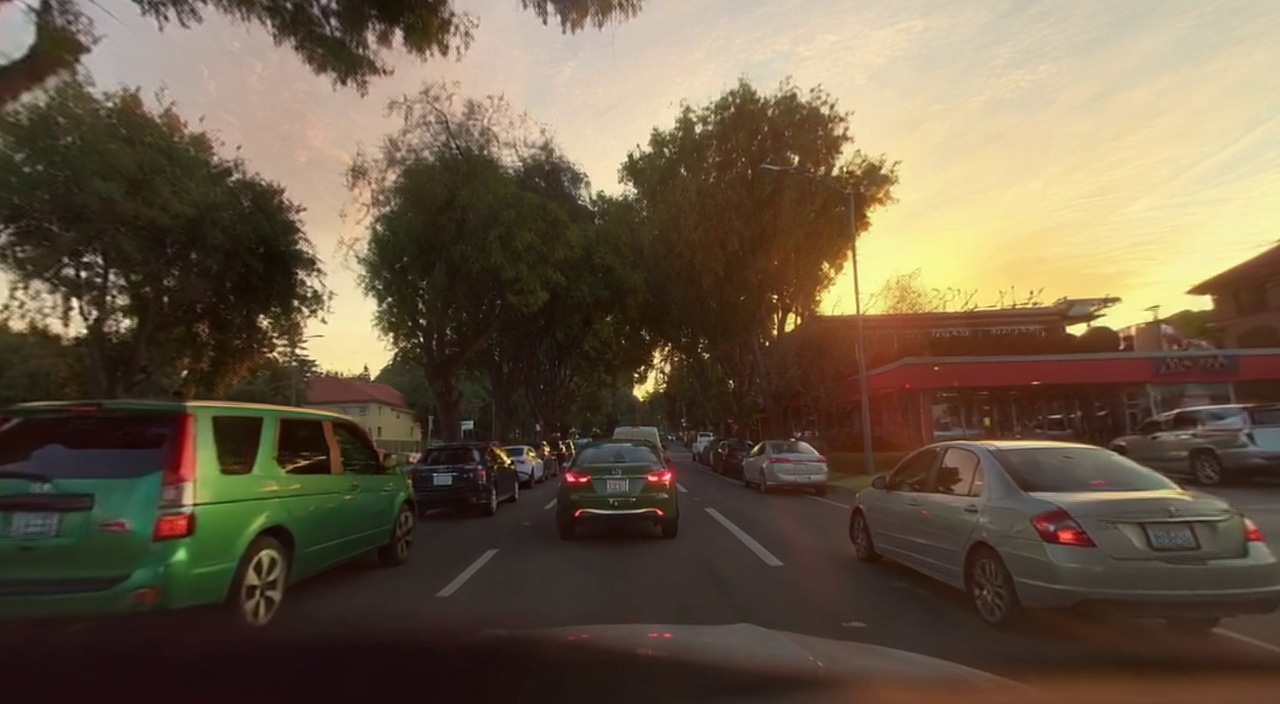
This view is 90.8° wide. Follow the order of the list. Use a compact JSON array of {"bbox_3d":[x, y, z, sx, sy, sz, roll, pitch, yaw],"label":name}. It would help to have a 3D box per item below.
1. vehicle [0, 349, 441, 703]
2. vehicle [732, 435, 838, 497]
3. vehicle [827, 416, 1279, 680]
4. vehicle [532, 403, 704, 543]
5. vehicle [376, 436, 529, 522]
[{"bbox_3d":[-3.628,1.229,5.567,2.231,1.853,4.461,0,-9,0],"label":"vehicle"},{"bbox_3d":[3.896,3.135,17.762,1.875,1.521,4.192,0,-9,-1],"label":"vehicle"},{"bbox_3d":[3.378,1.440,5.826,1.900,1.477,4.352,0,-9,-1],"label":"vehicle"},{"bbox_3d":[-0.326,1.899,10.441,2.238,1.825,4.190,0,-9,-1],"label":"vehicle"},{"bbox_3d":[-3.567,2.480,12.909,1.849,1.451,4.218,0,-9,-1],"label":"vehicle"}]
